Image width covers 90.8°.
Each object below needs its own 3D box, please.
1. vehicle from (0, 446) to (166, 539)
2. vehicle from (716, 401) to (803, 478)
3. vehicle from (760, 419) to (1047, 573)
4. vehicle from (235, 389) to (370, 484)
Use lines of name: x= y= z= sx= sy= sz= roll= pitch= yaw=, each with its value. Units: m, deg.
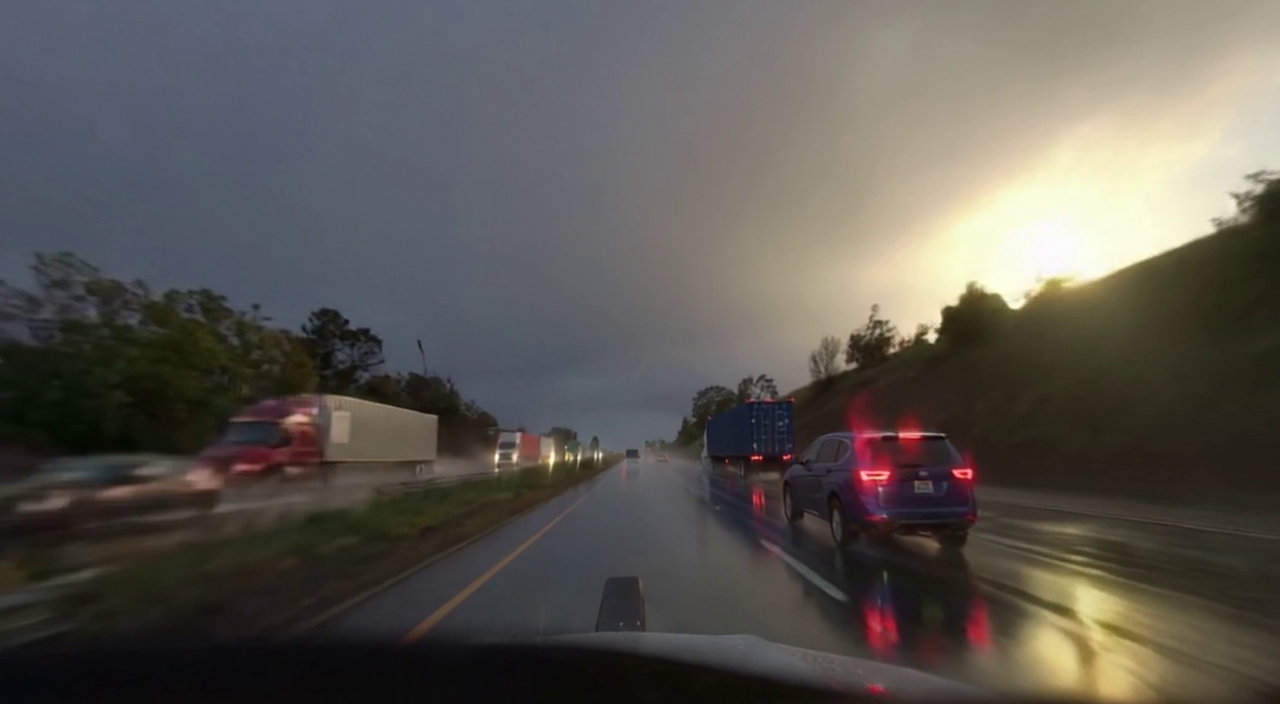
vehicle: x=-11.107 y=2.415 z=11.208 sx=1.879 sy=1.456 sz=4.460 roll=0 pitch=-9 yaw=0
vehicle: x=7.238 y=5.736 z=40.752 sx=2.882 sy=4.109 sz=13.567 roll=0 pitch=-9 yaw=0
vehicle: x=3.329 y=1.932 z=9.247 sx=2.130 sy=1.658 sz=4.537 roll=0 pitch=-9 yaw=-1
vehicle: x=-15.600 y=4.027 z=29.772 sx=2.982 sy=4.014 sz=5.899 roll=0 pitch=-9 yaw=-1
